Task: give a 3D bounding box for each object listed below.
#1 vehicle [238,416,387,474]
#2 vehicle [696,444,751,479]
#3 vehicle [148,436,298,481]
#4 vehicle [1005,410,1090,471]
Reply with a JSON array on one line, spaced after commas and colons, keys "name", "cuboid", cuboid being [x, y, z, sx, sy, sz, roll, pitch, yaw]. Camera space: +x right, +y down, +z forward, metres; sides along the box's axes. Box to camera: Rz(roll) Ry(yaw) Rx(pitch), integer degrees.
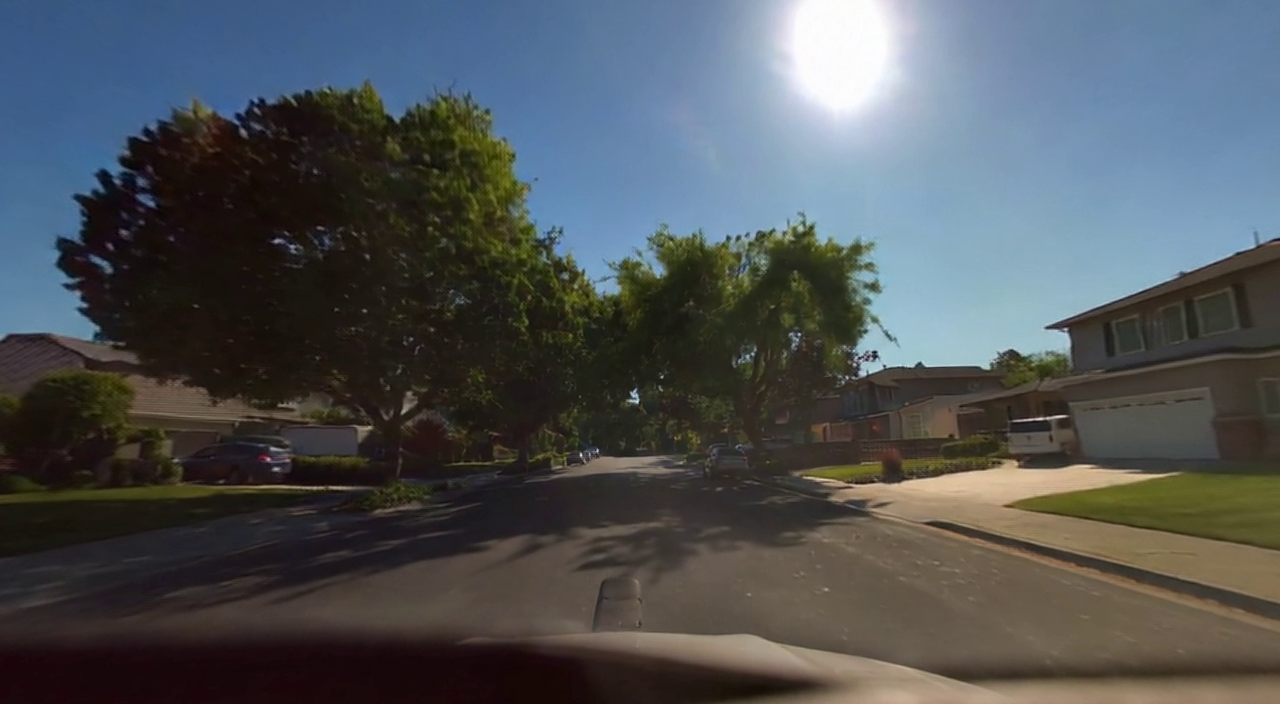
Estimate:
[{"name": "vehicle", "cuboid": [-16.805, 4.830, 32.478, 6.381, 2.645, 2.703, -3, -9, 10]}, {"name": "vehicle", "cuboid": [3.833, 5.106, 29.611, 2.011, 1.521, 4.292, 0, -9, 1]}, {"name": "vehicle", "cuboid": [-15.825, 4.044, 24.146, 2.018, 1.534, 4.253, -5, -10, 27]}, {"name": "vehicle", "cuboid": [14.820, 3.234, 22.939, 2.222, 1.963, 4.670, -6, -10, 32]}]
